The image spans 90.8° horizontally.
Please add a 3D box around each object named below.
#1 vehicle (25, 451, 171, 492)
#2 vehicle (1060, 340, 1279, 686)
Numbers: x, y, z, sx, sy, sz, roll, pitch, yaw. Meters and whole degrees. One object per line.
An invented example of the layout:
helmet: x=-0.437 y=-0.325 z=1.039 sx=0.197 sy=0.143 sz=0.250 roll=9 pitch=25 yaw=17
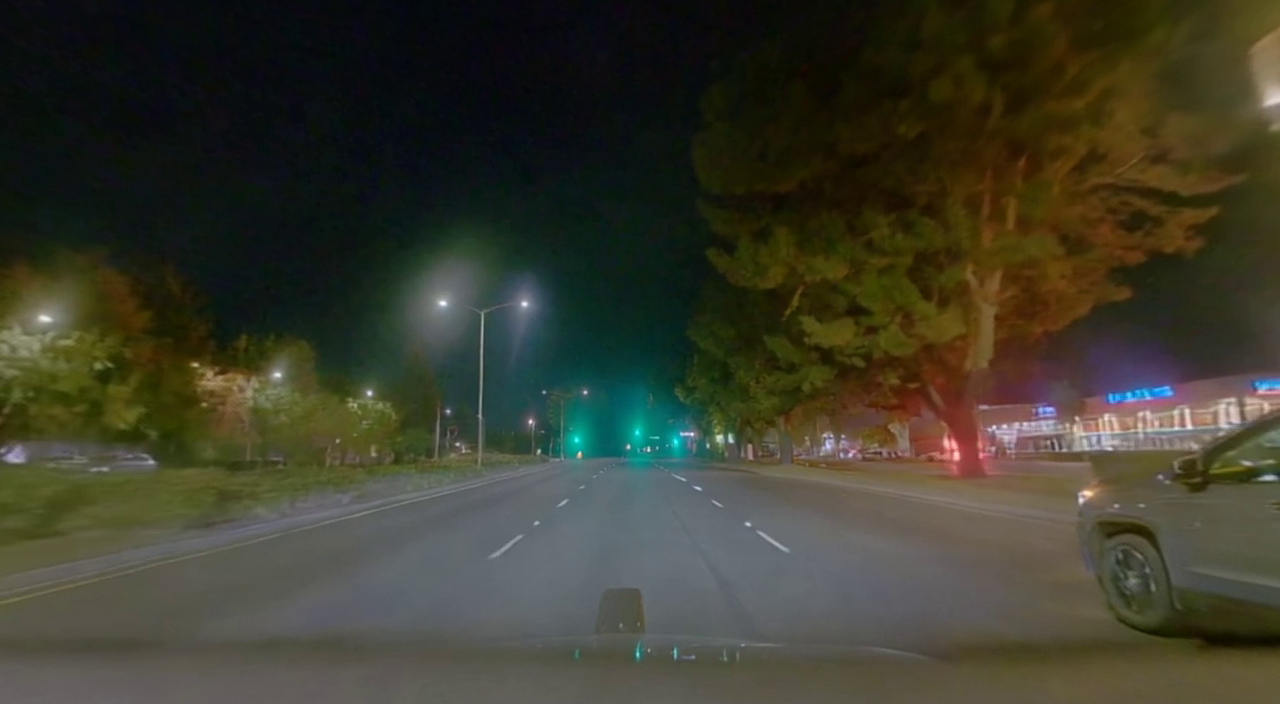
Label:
vehicle: x=-22.581 y=4.964 z=26.650 sx=1.864 sy=1.510 sz=4.664 roll=-1 pitch=-8 yaw=3
vehicle: x=4.747 y=0.802 z=2.805 sx=2.185 sy=1.956 sz=5.128 roll=0 pitch=-8 yaw=0
